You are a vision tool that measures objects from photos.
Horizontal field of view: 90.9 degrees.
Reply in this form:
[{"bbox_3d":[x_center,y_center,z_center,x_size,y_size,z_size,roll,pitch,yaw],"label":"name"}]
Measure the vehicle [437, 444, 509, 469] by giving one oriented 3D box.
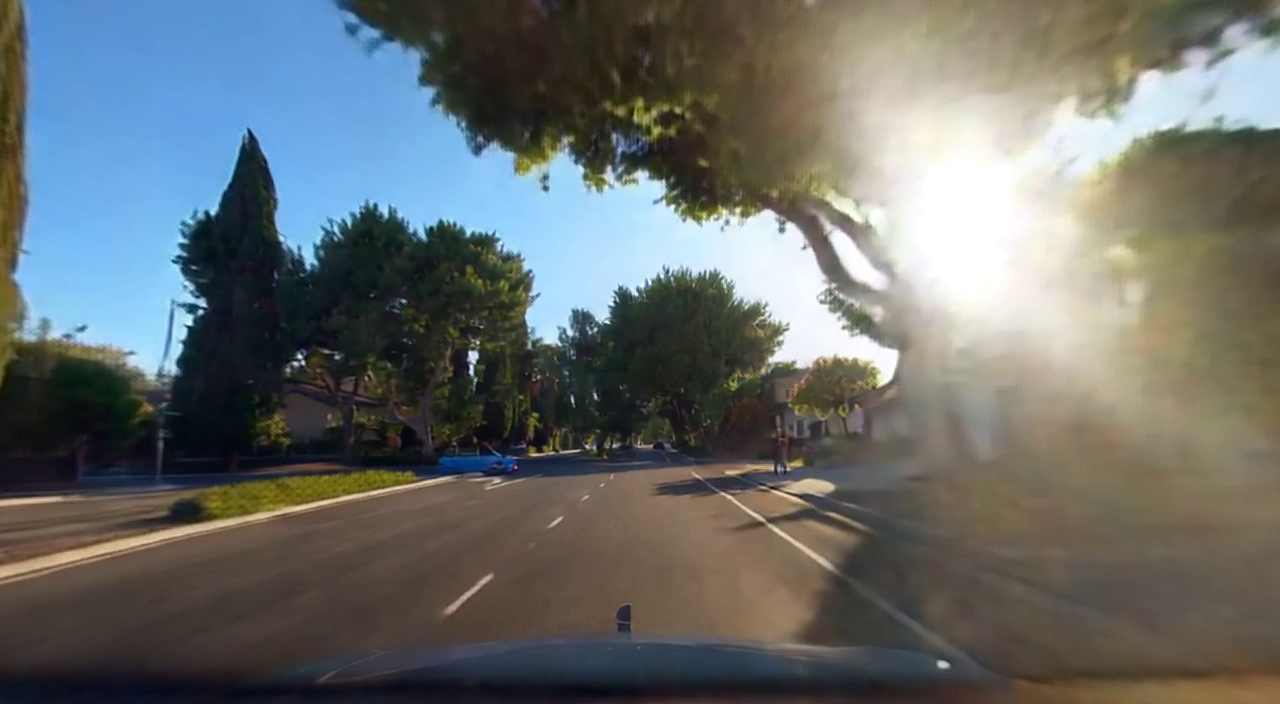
[{"bbox_3d":[-11.916,7.436,44.963,4.788,1.666,2.170,3,-9,-17],"label":"vehicle"}]
